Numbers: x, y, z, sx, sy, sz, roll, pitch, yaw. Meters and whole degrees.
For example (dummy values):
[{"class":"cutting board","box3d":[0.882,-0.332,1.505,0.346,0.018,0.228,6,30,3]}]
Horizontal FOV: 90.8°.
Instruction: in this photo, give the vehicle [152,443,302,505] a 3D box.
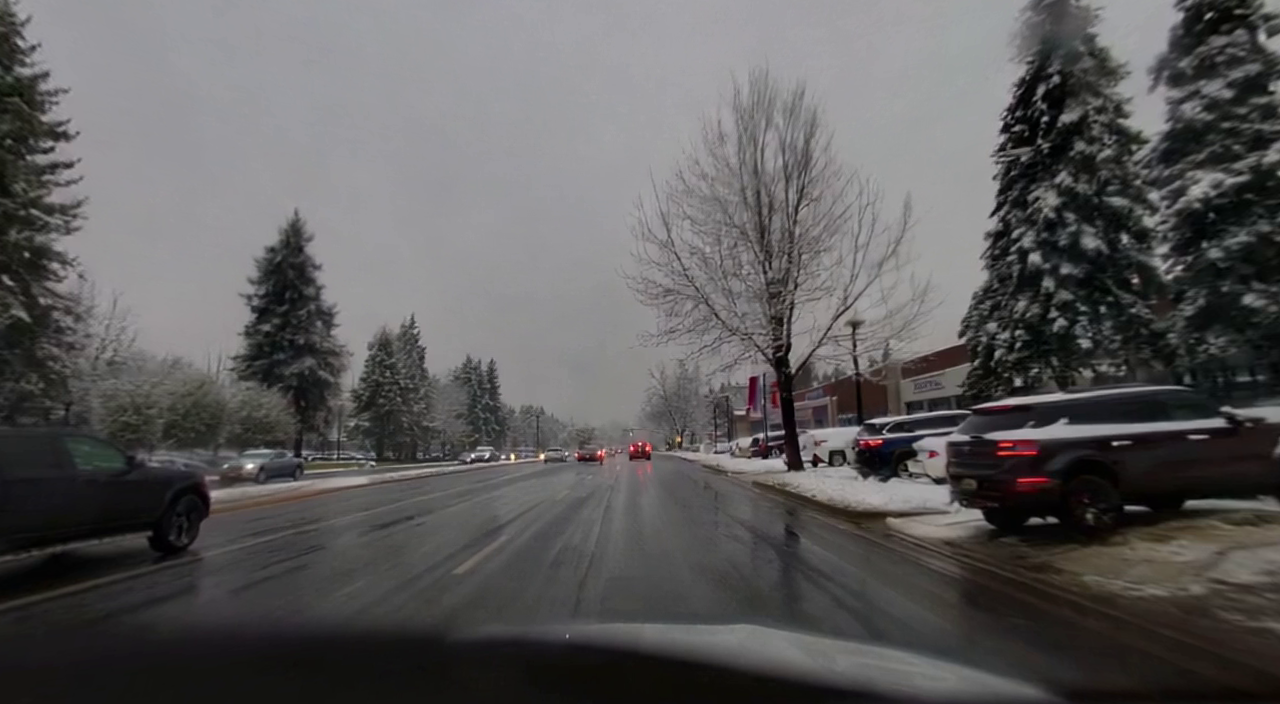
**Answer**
[{"class":"vehicle","box3d":[-11.765,3.450,18.406,1.879,1.547,4.354,1,-9,-8]}]

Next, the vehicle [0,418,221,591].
[{"class":"vehicle","box3d":[-7.198,1.586,6.865,2.038,1.649,4.665,0,-8,0]}]

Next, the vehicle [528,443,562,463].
[{"class":"vehicle","box3d":[-7.245,7.745,48.539,2.011,1.483,4.596,0,-8,-1]}]

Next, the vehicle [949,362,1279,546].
[{"class":"vehicle","box3d":[7.156,1.344,8.527,4.770,2.124,2.207,-1,-9,5]}]

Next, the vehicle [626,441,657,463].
[{"class":"vehicle","box3d":[0.039,6.992,44.152,2.061,1.469,3.954,0,-8,-1]}]
